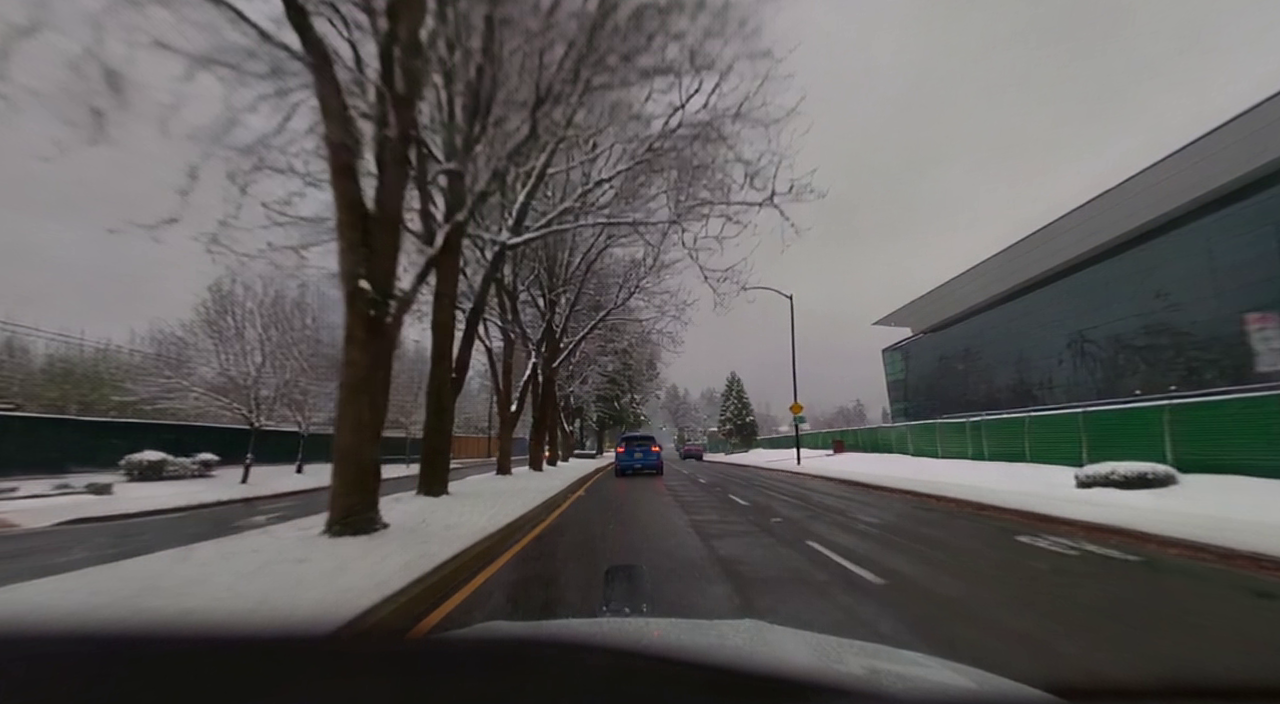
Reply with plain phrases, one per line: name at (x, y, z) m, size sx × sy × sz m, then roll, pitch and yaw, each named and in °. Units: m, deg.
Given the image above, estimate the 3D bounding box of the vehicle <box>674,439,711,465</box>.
vehicle at (3.675, 7.095, 44.821) m, size 2.138 × 1.699 × 4.852 m, roll 0°, pitch -8°, yaw -1°

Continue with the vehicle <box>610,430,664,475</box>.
vehicle at (-0.143, 4.730, 29.910) m, size 2.386 × 1.947 × 4.168 m, roll 0°, pitch -8°, yaw 0°
